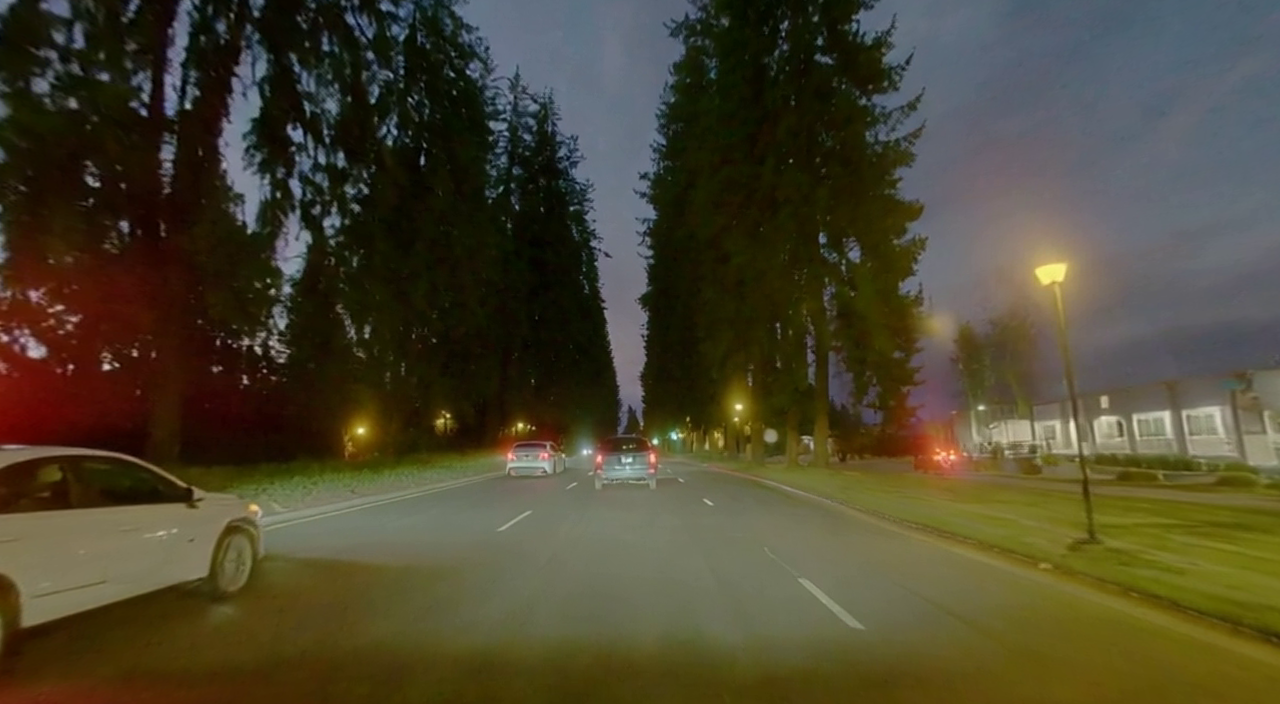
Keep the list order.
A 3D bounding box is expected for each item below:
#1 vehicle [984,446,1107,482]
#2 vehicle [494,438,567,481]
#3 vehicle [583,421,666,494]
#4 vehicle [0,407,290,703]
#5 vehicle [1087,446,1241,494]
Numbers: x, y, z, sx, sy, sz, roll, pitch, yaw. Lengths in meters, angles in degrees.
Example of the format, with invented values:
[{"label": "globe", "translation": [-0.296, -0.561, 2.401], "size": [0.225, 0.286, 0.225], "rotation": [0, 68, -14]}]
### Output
[{"label": "vehicle", "translation": [19.747, 5.446, 30.883], "size": [4.669, 1.698, 1.939], "rotation": [0, -8, -3]}, {"label": "vehicle", "translation": [-3.962, 3.953, 23.600], "size": [1.917, 1.448, 4.178], "rotation": [0, -8, 1]}, {"label": "vehicle", "translation": [-0.391, 2.879, 17.474], "size": [2.018, 1.769, 3.897], "rotation": [0, -8, 0]}, {"label": "vehicle", "translation": [-4.137, 1.060, 3.368], "size": [1.959, 1.485, 4.452], "rotation": [0, -8, 0]}, {"label": "vehicle", "translation": [20.530, 4.604, 24.868], "size": [4.387, 1.752, 1.903], "rotation": [0, -8, -3]}]
